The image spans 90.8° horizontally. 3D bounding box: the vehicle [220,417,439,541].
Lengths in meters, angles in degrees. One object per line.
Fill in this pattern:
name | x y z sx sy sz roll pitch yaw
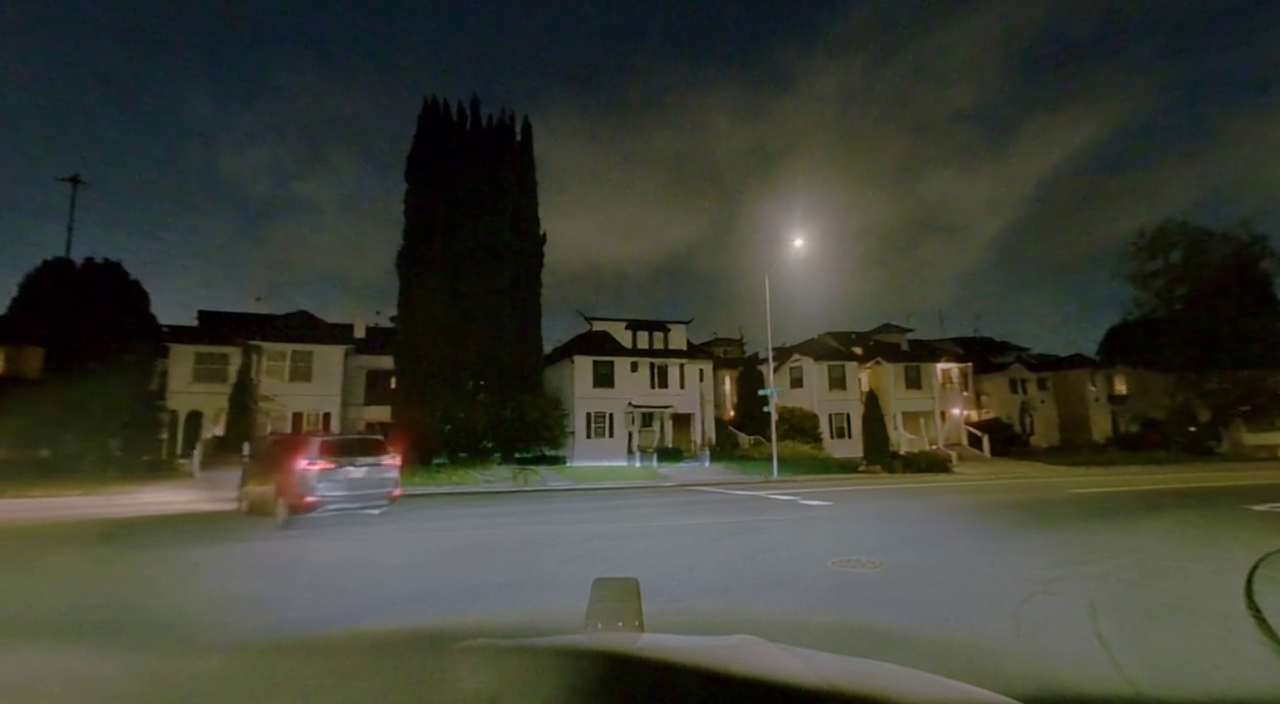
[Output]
vehicle | -5.557 2.100 11.072 2.145 1.695 4.210 8 -12 -43
